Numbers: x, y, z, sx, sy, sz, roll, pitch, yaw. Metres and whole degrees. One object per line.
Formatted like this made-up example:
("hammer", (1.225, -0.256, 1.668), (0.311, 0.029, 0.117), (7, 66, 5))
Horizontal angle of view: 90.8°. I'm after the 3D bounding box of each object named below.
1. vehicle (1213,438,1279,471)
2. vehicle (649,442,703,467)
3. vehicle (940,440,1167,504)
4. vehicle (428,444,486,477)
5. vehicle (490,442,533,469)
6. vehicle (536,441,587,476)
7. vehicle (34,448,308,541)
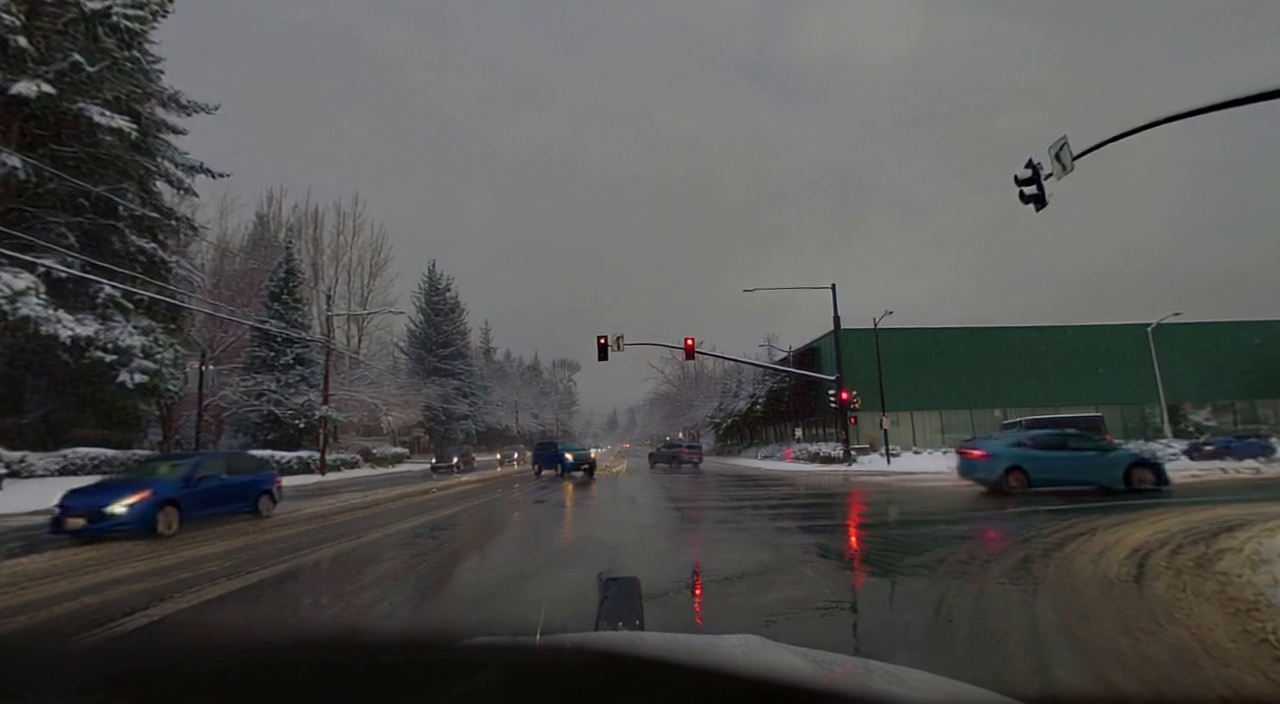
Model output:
("vehicle", (33.960, 5.595, 34.582), (4.537, 1.665, 2.049), (4, -9, -24))
("vehicle", (2.177, 6.478, 39.987), (1.919, 1.453, 4.828), (2, -9, -16))
("vehicle", (9.984, 2.917, 15.643), (4.228, 1.416, 1.846), (-2, -9, 11))
("vehicle", (-8.777, 5.218, 30.676), (1.779, 1.460, 4.463), (0, -9, -4))
("vehicle", (-8.662, 7.006, 43.105), (2.087, 1.718, 4.700), (0, -9, -2))
("vehicle", (-3.694, 4.872, 29.078), (1.935, 1.464, 4.562), (2, -9, -12))
("vehicle", (-8.727, 2.633, 12.423), (2.024, 1.460, 4.381), (0, -9, 0))
